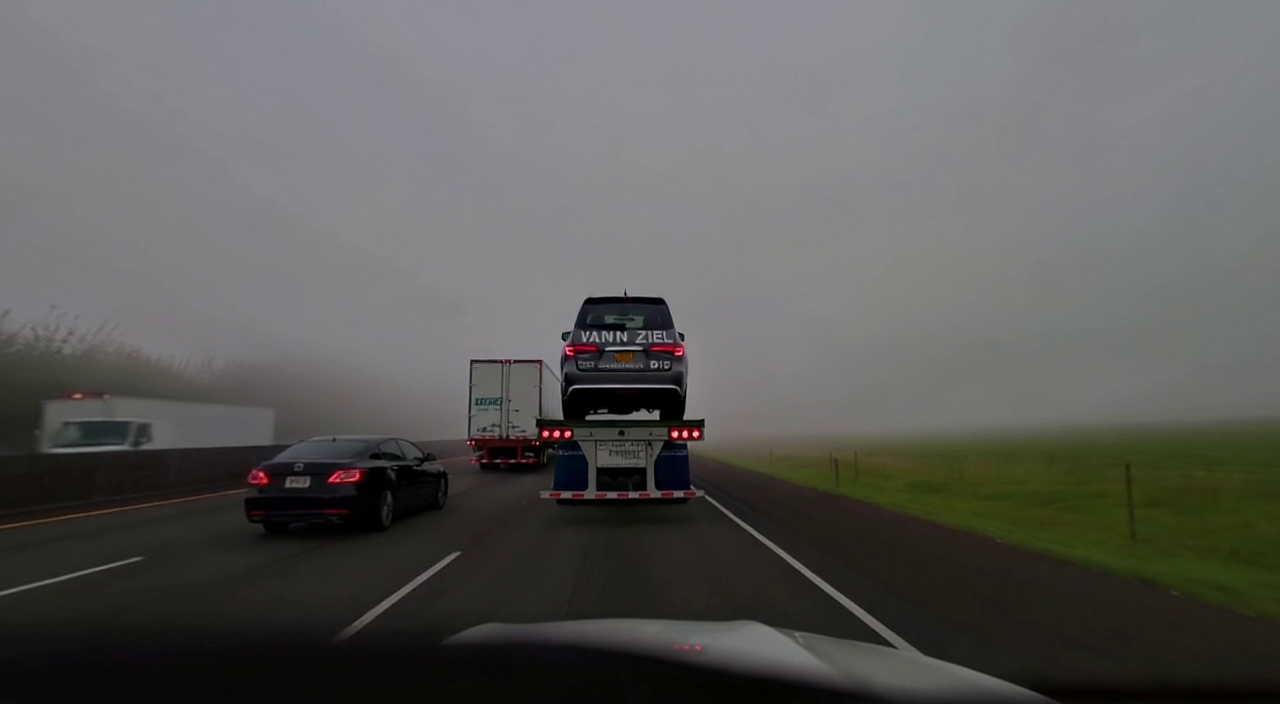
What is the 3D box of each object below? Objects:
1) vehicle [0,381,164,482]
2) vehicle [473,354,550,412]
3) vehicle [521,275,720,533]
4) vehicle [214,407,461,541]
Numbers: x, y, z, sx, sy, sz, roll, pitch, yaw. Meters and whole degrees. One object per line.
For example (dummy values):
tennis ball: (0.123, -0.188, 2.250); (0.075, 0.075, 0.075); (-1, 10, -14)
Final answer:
vehicle: (-24.846, 3.444, 27.230); (2.977, 3.792, 7.060); (0, -8, -1)
vehicle: (-4.694, 1.273, 23.716); (2.118, 1.799, 4.591); (0, -7, -3)
vehicle: (-0.421, 1.287, 13.492); (2.738, 3.628, 9.223); (0, -7, -2)
vehicle: (-4.440, 1.823, 10.177); (1.914, 1.675, 4.331); (0, -7, -1)
